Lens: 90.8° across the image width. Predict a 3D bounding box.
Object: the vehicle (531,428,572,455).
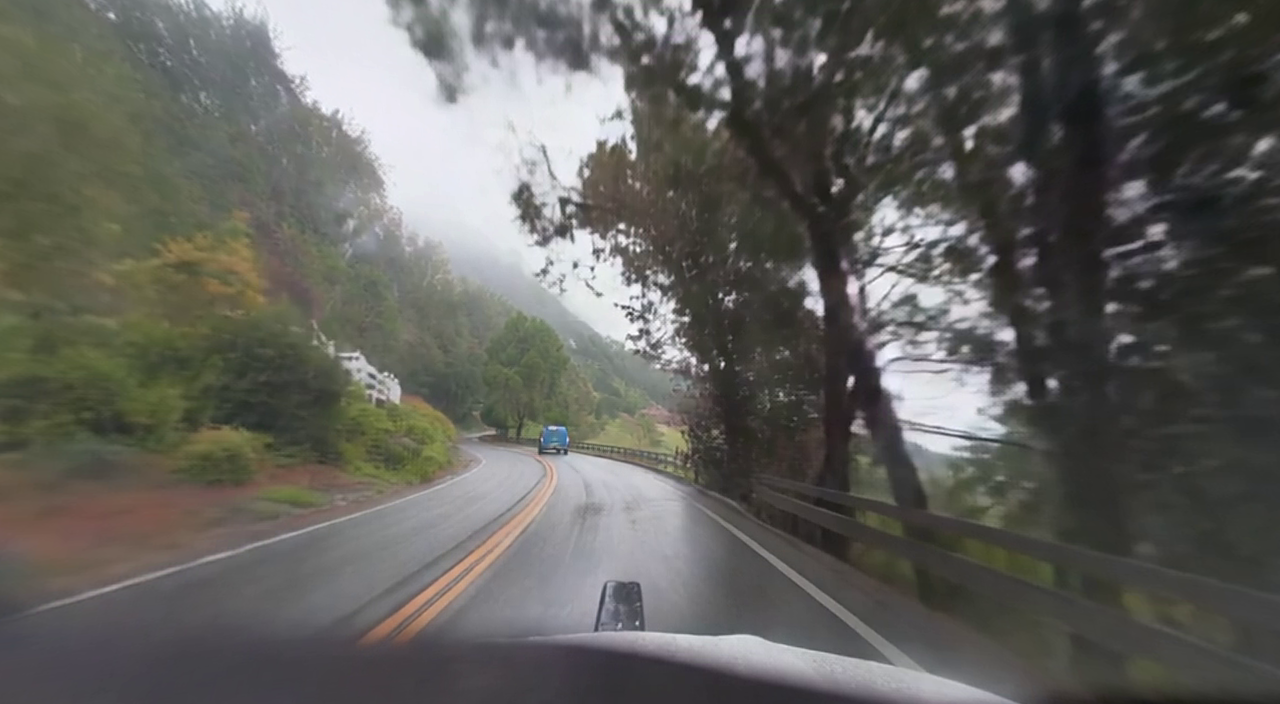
[{"bbox_3d":[-6.967,6.990,49.309,2.439,1.912,5.605,2,-8,-15],"label":"vehicle"}]
